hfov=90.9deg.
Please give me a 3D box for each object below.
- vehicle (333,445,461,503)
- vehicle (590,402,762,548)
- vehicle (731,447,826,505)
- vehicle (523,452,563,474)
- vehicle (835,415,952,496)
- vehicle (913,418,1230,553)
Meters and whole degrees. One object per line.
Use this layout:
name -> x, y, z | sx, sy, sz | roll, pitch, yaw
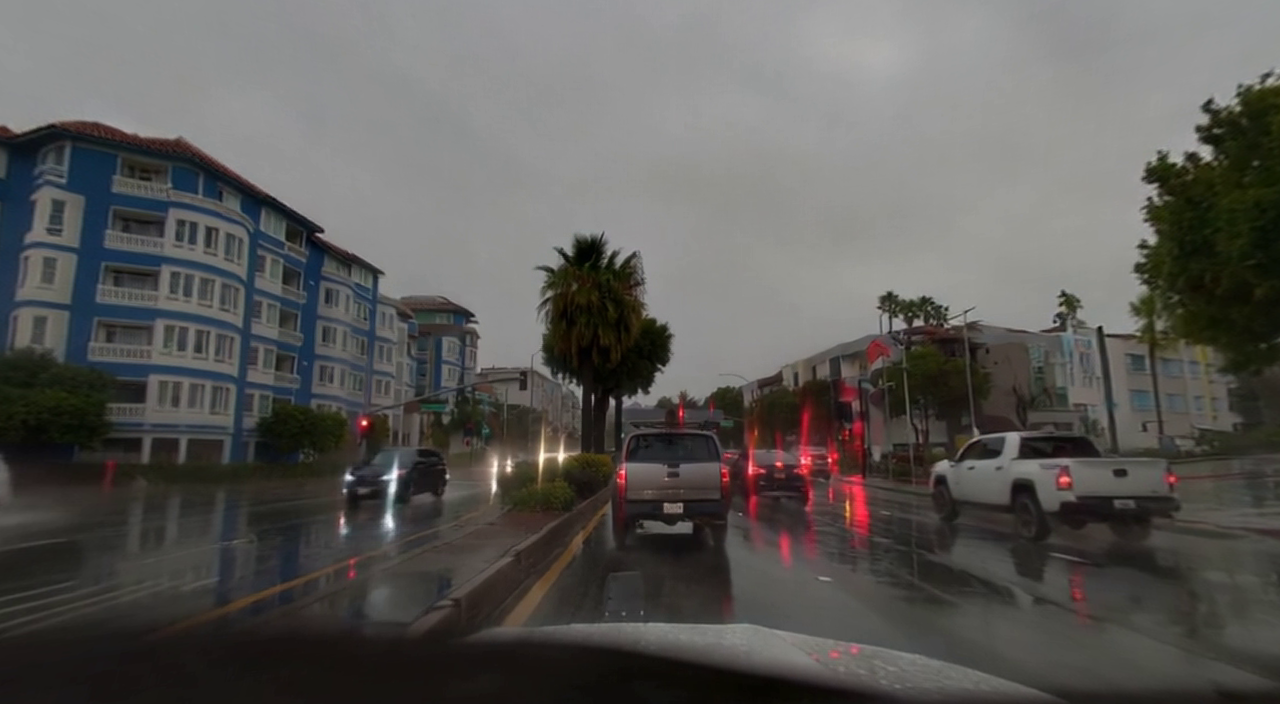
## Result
vehicle -> -7.958, 4.020, 21.282 | 2.268, 1.733, 4.821 | 0, -9, 2
vehicle -> 0.578, 2.209, 11.978 | 2.487, 2.115, 5.444 | 0, -9, 1
vehicle -> 4.190, 3.810, 19.811 | 2.072, 1.595, 4.124 | 0, -9, 0
vehicle -> -7.326, 8.449, 48.196 | 2.061, 1.496, 4.600 | -1, -9, 4
vehicle -> 10.818, 4.349, 27.562 | 2.663, 3.061, 5.602 | -1, -5, 0
vehicle -> 7.511, 2.370, 11.990 | 2.215, 1.973, 5.323 | 0, -9, 0
